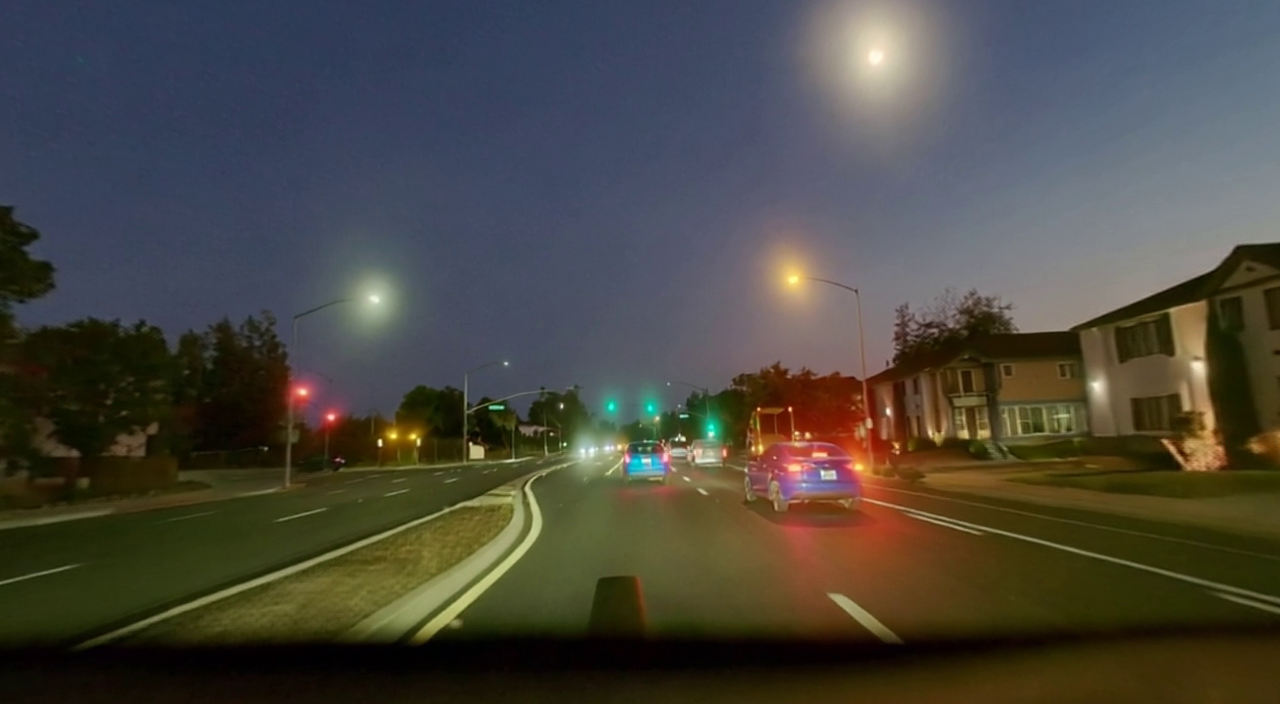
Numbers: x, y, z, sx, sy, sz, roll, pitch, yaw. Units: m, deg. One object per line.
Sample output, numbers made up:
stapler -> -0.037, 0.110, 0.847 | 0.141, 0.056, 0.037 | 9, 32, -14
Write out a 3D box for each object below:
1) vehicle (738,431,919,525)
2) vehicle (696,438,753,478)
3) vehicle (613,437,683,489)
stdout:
vehicle -> 3.464, 2.422, 12.734 | 2.161, 1.519, 4.568 | 0, -9, -1
vehicle -> 3.434, 4.379, 26.301 | 1.775, 1.499, 3.488 | 0, -9, -1
vehicle -> 0.215, 3.582, 20.724 | 2.093, 1.497, 4.010 | 0, -9, -1
